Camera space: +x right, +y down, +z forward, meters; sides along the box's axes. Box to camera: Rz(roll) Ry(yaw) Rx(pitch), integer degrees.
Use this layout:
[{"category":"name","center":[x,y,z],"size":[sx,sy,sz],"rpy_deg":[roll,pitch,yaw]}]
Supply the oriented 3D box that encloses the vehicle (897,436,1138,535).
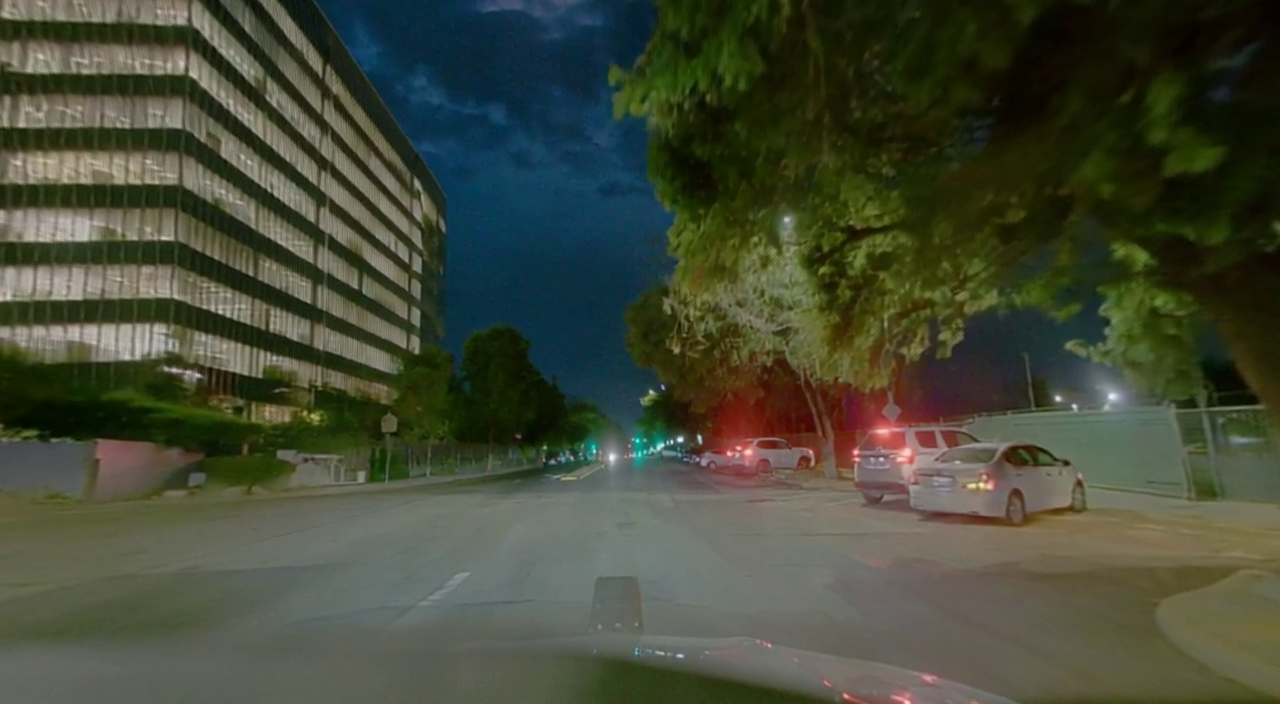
[{"category":"vehicle","center":[6.993,2.330,11.620],"size":[4.402,1.474,1.957],"rpy_deg":[6,-10,-32]}]

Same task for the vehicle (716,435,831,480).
[{"category":"vehicle","center":[6.424,5.001,30.292],"size":[5.061,1.829,2.274],"rpy_deg":[2,-9,-29]}]
